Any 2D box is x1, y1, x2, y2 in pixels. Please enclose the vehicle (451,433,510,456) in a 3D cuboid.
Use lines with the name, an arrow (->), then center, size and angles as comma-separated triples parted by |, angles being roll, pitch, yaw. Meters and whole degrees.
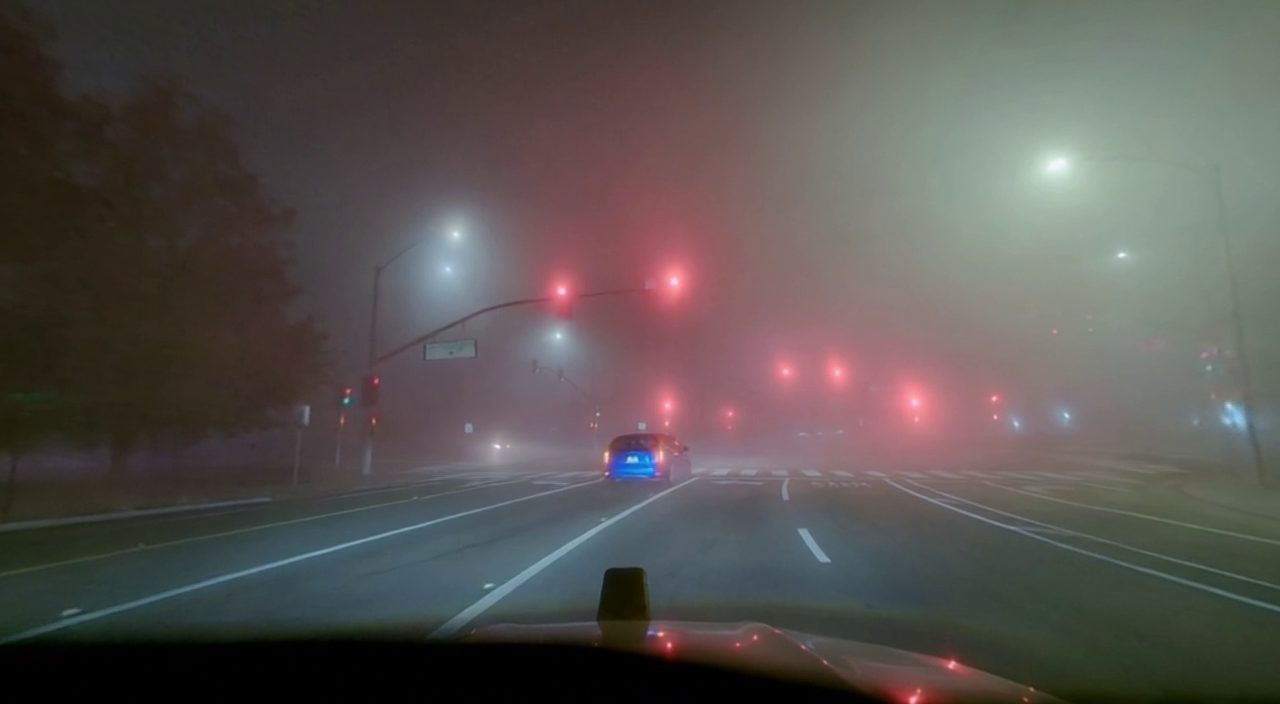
vehicle -> -11.964, 6.991, 47.415 | 3.952, 1.568, 1.788 | -4, -8, 15

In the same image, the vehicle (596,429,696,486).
vehicle -> 0.313, 3.242, 19.622 | 2.055, 1.573, 4.065 | -2, -9, 16

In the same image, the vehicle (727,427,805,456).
vehicle -> 7.599, 5.445, 38.074 | 4.406, 1.661, 1.857 | -3, -9, 17
